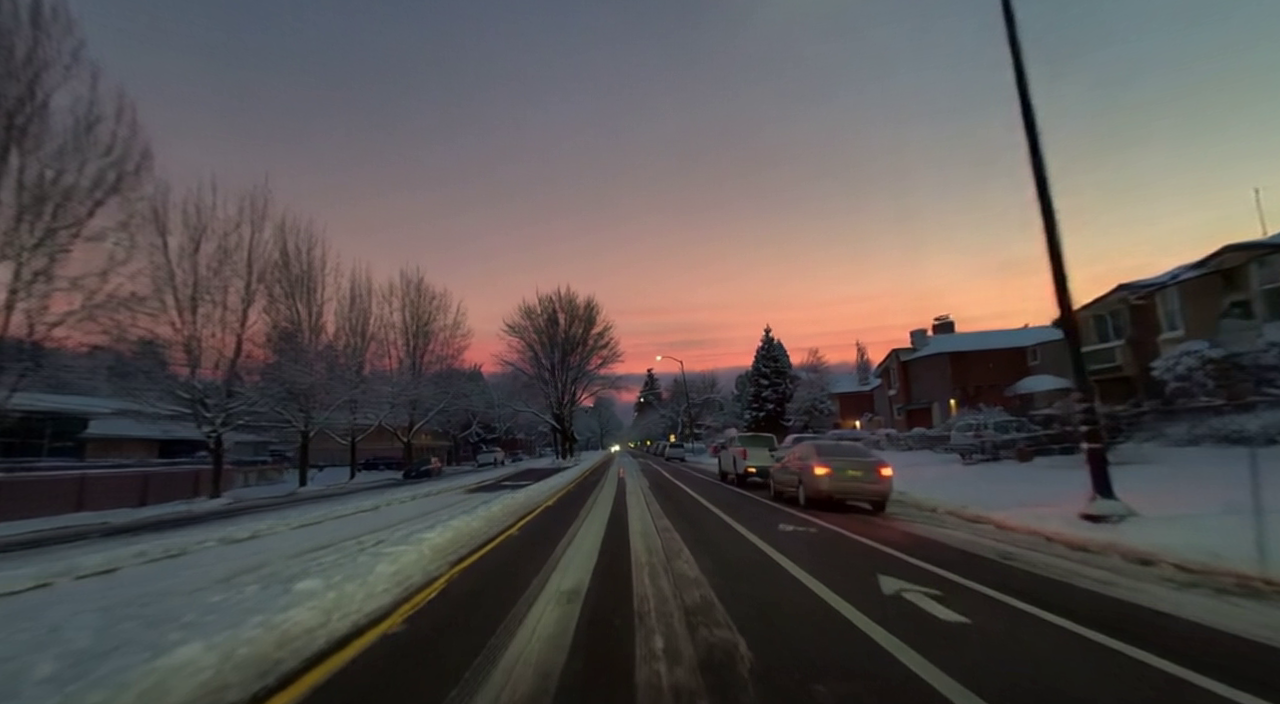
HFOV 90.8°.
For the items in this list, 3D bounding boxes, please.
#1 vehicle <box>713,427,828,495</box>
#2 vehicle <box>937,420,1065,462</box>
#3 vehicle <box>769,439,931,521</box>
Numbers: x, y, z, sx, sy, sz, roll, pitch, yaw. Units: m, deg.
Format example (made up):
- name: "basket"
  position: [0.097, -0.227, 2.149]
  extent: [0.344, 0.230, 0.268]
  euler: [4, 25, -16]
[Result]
- name: "vehicle"
  position: [3.971, 3.471, 20.500]
  extent: [2.293, 1.858, 5.868]
  euler: [0, -9, -2]
- name: "vehicle"
  position: [16.352, 4.069, 28.808]
  extent: [4.524, 1.805, 2.067]
  euler: [-1, -9, 0]
- name: "vehicle"
  position: [4.319, 2.690, 13.835]
  extent: [1.919, 1.474, 4.370]
  euler: [0, -9, -2]
